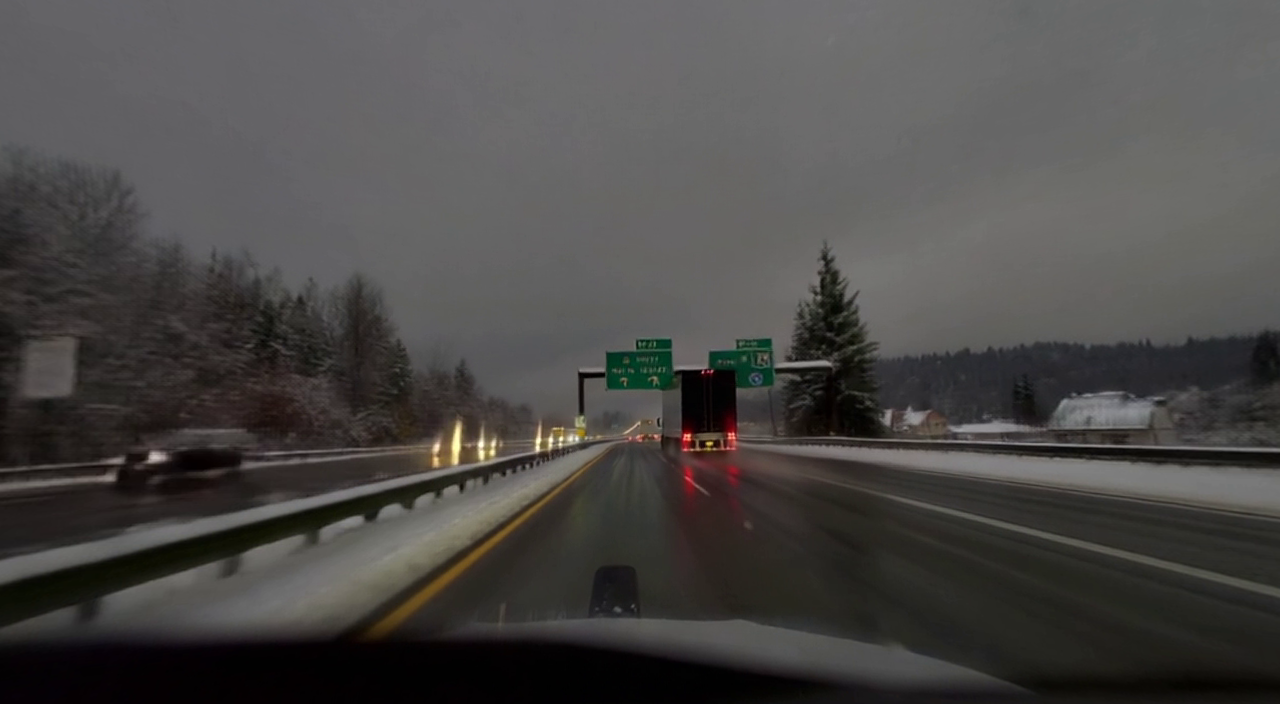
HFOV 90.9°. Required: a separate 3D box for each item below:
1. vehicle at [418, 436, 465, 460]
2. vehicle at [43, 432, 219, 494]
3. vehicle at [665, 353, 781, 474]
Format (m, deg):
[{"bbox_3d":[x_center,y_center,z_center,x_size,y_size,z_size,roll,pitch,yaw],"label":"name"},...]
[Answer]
[{"bbox_3d":[-13.700,6.609,43.727,1.896,1.577,4.074,0,-7,0],"label":"vehicle"},{"bbox_3d":[-17.673,3.816,22.340,2.031,1.922,5.065,0,-7,-1],"label":"vehicle"},{"bbox_3d":[2.996,2.876,27.546,2.954,3.995,13.335,0,-7,-1],"label":"vehicle"}]
